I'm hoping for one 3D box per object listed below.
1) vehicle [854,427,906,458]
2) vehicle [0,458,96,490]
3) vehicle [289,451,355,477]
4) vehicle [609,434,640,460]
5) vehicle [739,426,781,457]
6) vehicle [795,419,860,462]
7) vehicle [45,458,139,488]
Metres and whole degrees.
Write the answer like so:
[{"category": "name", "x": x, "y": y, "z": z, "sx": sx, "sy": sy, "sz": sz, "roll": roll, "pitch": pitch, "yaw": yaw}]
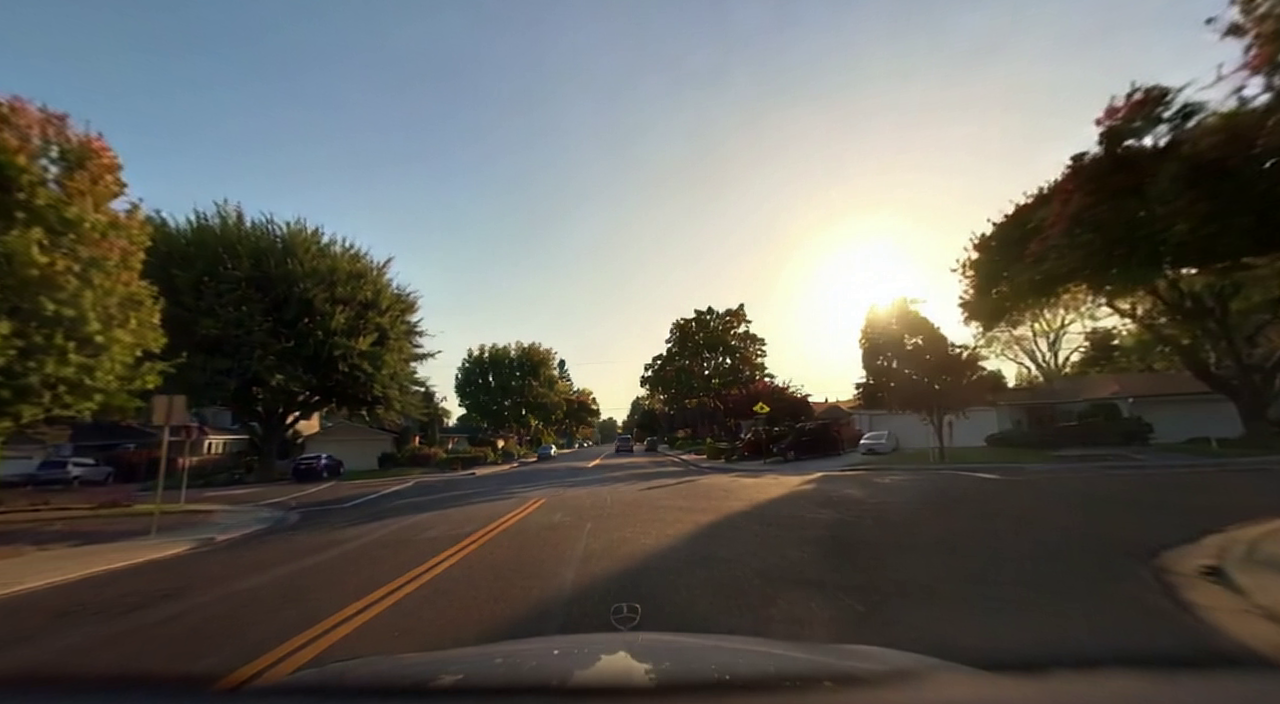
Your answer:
[{"category": "vehicle", "x": 12.714, "y": 4.814, "z": 33.677, "sx": 1.972, "sy": 1.528, "sz": 3.891, "roll": -2, "pitch": -9, "yaw": 13}, {"category": "vehicle", "x": -36.523, "y": 7.528, "z": 39.101, "sx": 2.016, "sy": 1.746, "sz": 4.125, "roll": 0, "pitch": -8, "yaw": -1}, {"category": "vehicle", "x": -20.205, "y": 7.139, "z": 40.378, "sx": 1.917, "sy": 1.499, "sz": 4.569, "roll": 0, "pitch": -8, "yaw": 0}, {"category": "vehicle", "x": -1.063, "y": 6.820, "z": 45.403, "sx": 2.116, "sy": 1.711, "sz": 4.155, "roll": 0, "pitch": -8, "yaw": -1}, {"category": "vehicle", "x": 7.582, "y": 5.721, "z": 40.280, "sx": 2.130, "sy": 1.836, "sz": 4.464, "roll": -1, "pitch": -8, "yaw": 5}, {"category": "vehicle", "x": 9.390, "y": 4.522, "z": 32.098, "sx": 2.333, "sy": 1.933, "sz": 5.662, "roll": -1, "pitch": -8, "yaw": 8}, {"category": "vehicle", "x": -33.714, "y": 7.425, "z": 39.052, "sx": 1.978, "sy": 1.666, "sz": 4.230, "roll": 0, "pitch": -8, "yaw": 0}]
